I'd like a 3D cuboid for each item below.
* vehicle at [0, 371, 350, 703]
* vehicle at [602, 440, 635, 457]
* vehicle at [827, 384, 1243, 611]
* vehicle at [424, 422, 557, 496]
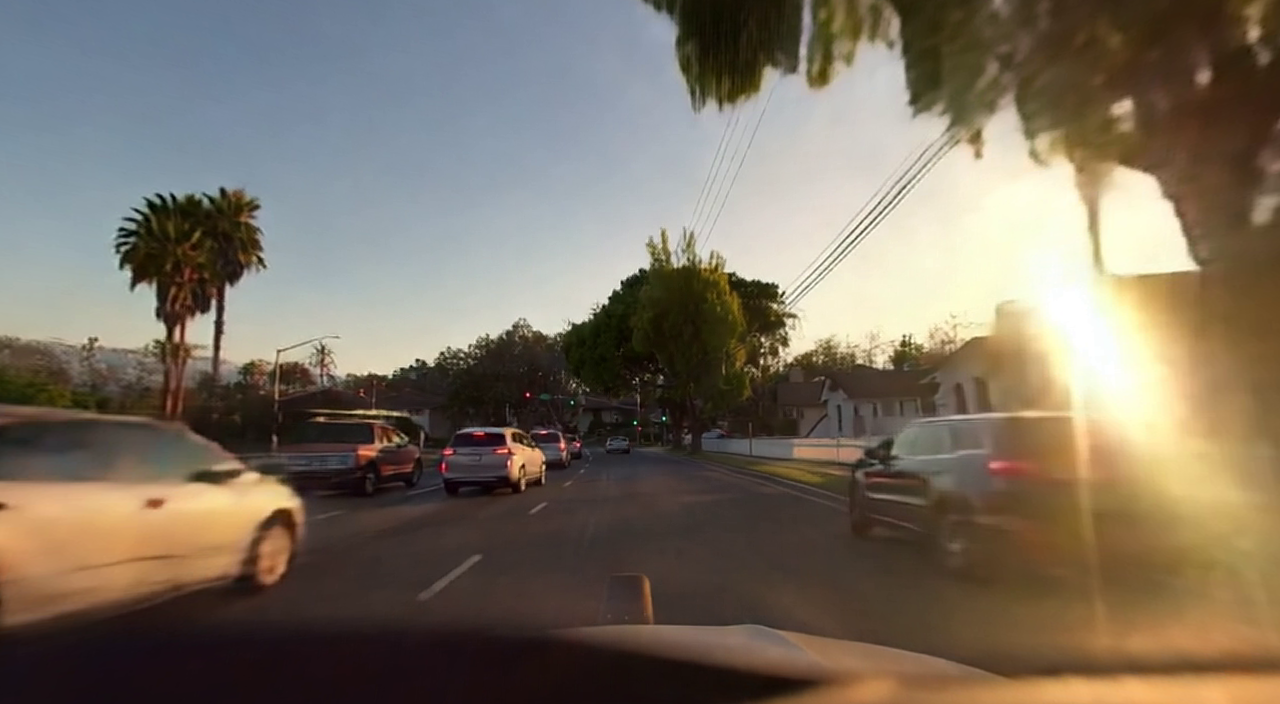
[{"bbox_3d":[-4.033,1.052,4.186,2.051,1.572,4.207,0,-8,2],"label":"vehicle"},{"bbox_3d":[-1.685,7.347,48.241,2.131,1.222,3.868,1,-8,-7],"label":"vehicle"},{"bbox_3d":[3.709,1.425,7.102,1.801,1.746,4.325,0,-8,-1],"label":"vehicle"},{"bbox_3d":[-3.602,2.679,16.204,2.181,1.636,4.504,0,-8,2],"label":"vehicle"}]
